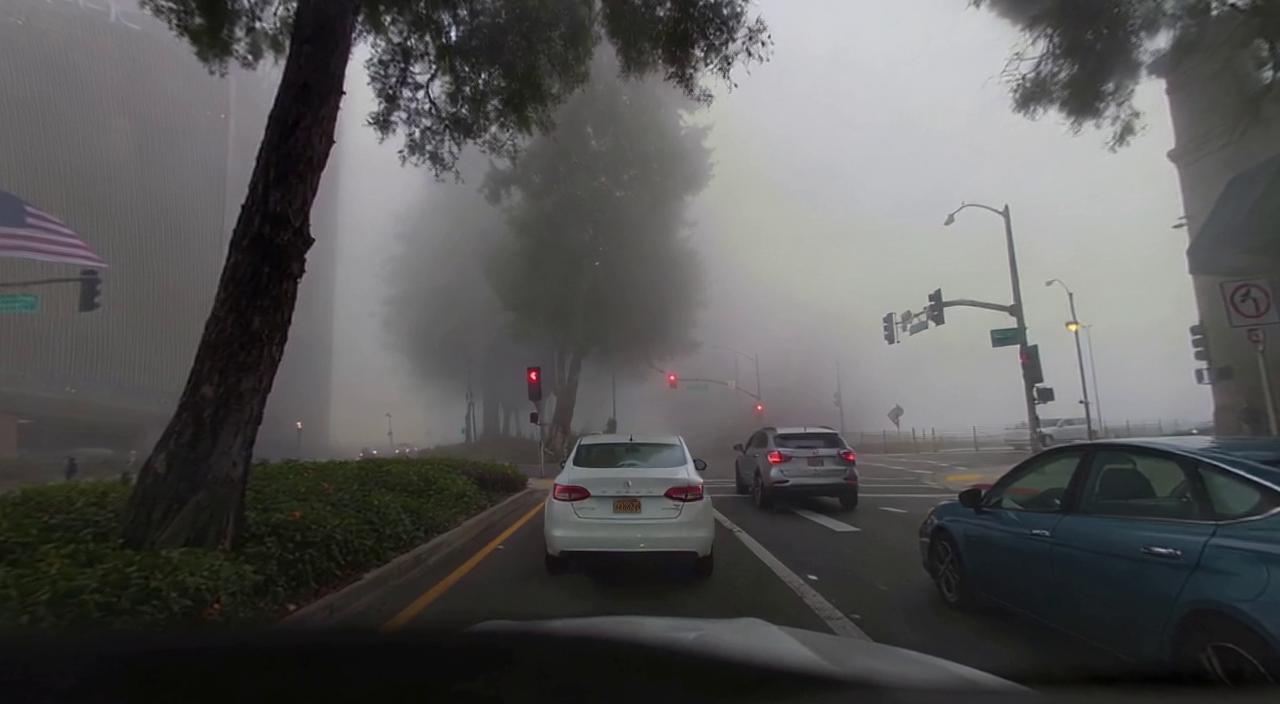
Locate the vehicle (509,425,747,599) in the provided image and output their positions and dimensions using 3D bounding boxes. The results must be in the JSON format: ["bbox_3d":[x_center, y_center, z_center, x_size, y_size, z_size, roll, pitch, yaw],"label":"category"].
[{"bbox_3d":[-0.120,1.698,7.537,2.096,1.521,3.747,0,-8,0],"label":"vehicle"}]

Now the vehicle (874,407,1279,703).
[{"bbox_3d":[3.371,1.231,4.345,1.833,1.465,4.258,0,-8,-1],"label":"vehicle"}]

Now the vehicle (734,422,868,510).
[{"bbox_3d":[3.545,2.613,14.911,1.978,1.738,4.599,0,-8,1],"label":"vehicle"}]
